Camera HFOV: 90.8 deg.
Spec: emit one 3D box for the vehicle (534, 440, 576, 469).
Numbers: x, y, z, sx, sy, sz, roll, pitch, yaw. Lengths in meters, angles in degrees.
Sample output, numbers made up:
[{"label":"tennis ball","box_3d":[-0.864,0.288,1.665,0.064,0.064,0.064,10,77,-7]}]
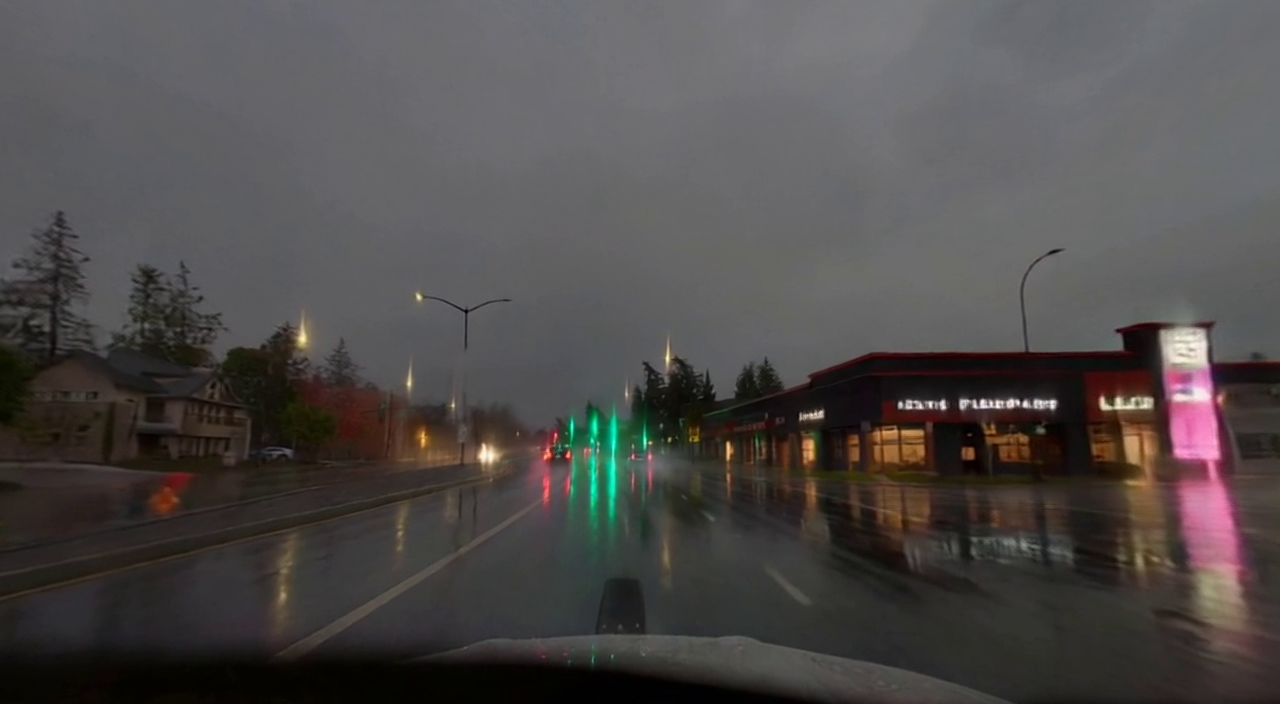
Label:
[{"label":"vehicle","box_3d":[-5.360,6.559,40.494,2.381,1.721,4.186,0,-9,-4]}]
